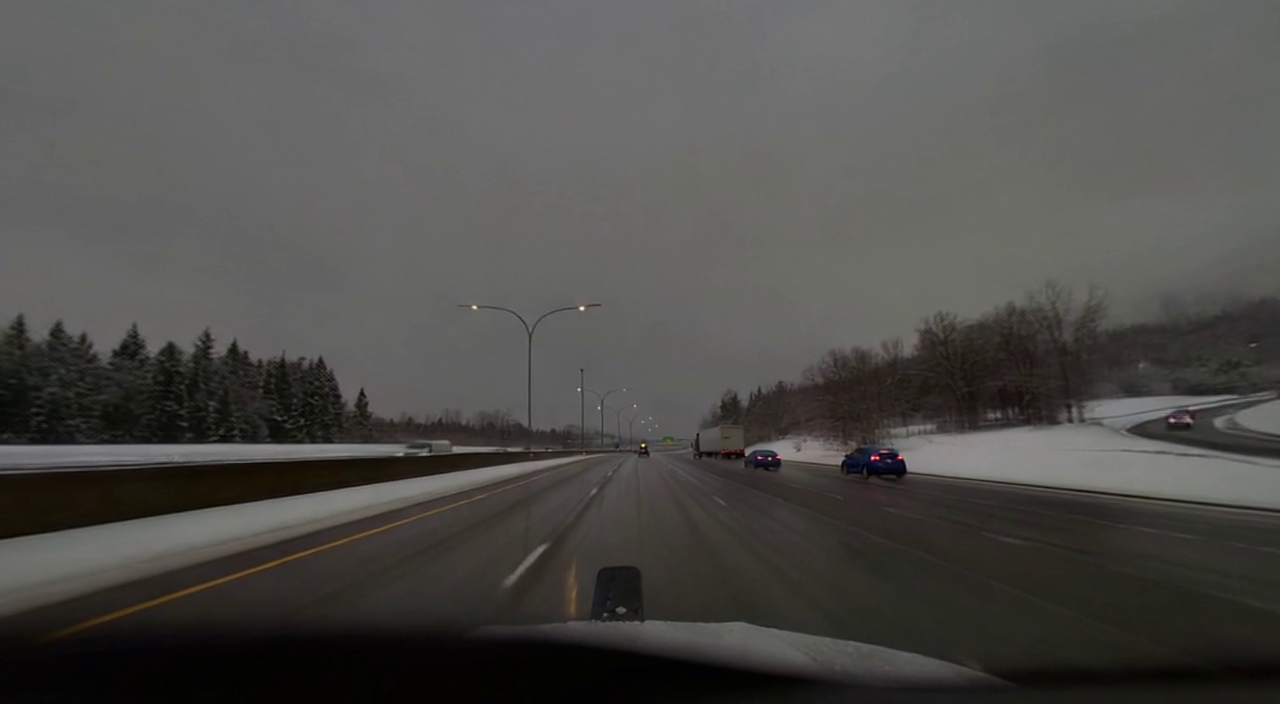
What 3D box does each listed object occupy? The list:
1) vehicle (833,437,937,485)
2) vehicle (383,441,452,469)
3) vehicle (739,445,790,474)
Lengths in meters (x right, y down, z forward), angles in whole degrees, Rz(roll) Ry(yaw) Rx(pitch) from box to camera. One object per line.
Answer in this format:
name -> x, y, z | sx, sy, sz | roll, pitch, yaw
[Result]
vehicle -> 10.869, 4.877, 28.515 | 2.387, 1.936, 5.646 | 0, -9, 0
vehicle -> -16.998, 7.901, 48.590 | 2.851, 1.978, 6.334 | 0, -9, 2
vehicle -> 7.159, 6.237, 36.637 | 2.053, 1.553, 4.463 | 0, -9, -1
